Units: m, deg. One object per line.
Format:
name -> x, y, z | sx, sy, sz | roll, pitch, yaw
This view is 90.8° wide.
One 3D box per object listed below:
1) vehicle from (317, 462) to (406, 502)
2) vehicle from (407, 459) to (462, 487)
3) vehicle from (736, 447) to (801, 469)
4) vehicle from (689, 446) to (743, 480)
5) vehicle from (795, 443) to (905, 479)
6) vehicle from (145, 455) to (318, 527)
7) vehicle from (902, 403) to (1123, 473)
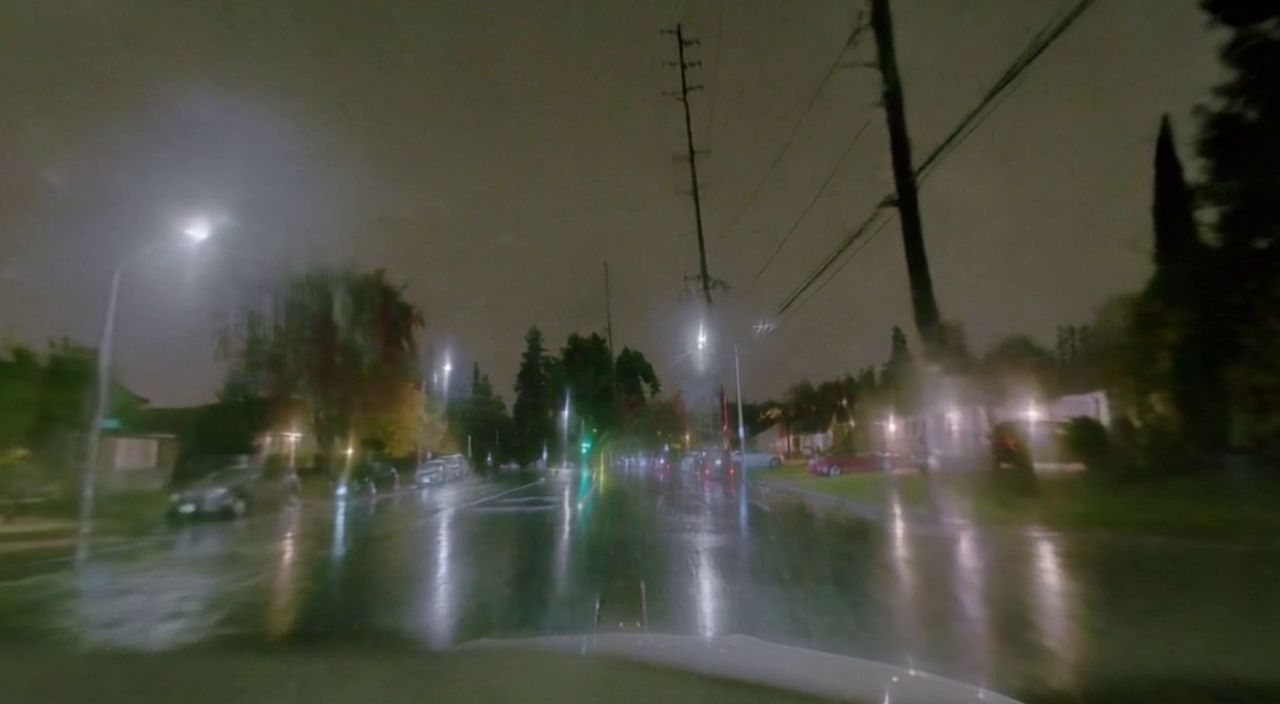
vehicle -> -11.643, 5.455, 26.760 | 1.948, 1.410, 4.361 | 1, -9, -3
vehicle -> -12.269, 7.224, 38.093 | 2.012, 1.478, 4.661 | 1, -9, -4
vehicle -> 9.173, 7.598, 45.421 | 4.158, 1.521, 1.921 | 1, -9, -6
vehicle -> 4.186, 6.192, 35.703 | 2.184, 1.770, 4.651 | 1, -9, -4
vehicle -> 10.082, 5.249, 30.522 | 4.512, 1.477, 1.927 | -2, -9, -4
vehicle -> -11.591, 3.911, 18.416 | 2.037, 1.755, 4.434 | 0, -9, 0
vehicle -> 12.785, 3.115, 22.037 | 6.244, 2.050, 2.209 | -9, -13, 37
